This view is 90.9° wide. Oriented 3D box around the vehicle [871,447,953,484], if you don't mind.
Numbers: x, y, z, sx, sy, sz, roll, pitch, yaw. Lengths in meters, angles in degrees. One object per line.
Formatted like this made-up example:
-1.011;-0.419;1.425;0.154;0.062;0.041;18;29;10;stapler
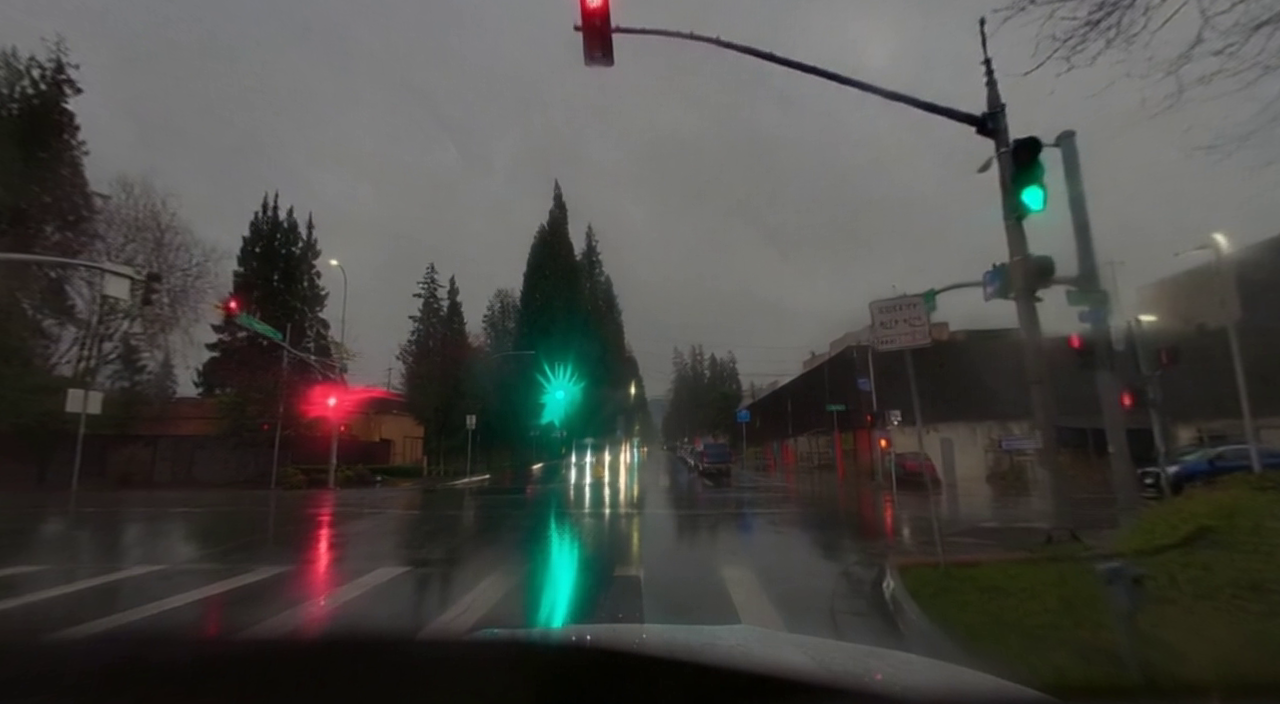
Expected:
12.392;5.298;29.007;1.922;1.529;3.964;0;-12;-1;vehicle

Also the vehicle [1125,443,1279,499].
16.813;3.420;18.336;3.876;1.512;1.784;0;-8;-1;vehicle

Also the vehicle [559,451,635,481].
-2.473;6.537;36.325;3.991;1.526;1.868;-5;-9;31;vehicle

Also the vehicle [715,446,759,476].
6.898;7.729;44.886;1.491;2.041;2.964;5;-10;-31;vehicle
